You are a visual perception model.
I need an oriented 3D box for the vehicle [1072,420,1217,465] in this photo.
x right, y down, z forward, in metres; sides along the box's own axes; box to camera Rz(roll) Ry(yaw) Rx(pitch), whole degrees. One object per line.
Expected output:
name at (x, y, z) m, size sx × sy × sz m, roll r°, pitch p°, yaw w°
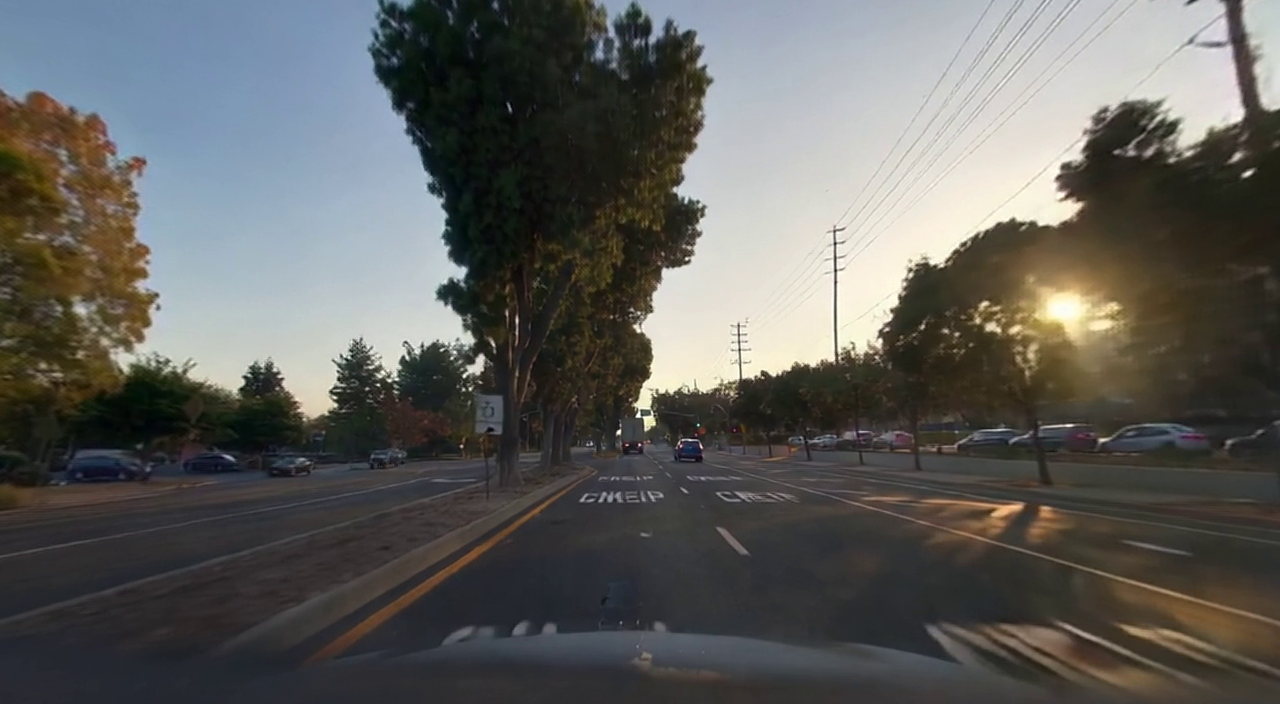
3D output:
vehicle at (20.239, 3.684, 25.694) m, size 2.021 × 1.640 × 4.620 m, roll 0°, pitch -8°, yaw 0°

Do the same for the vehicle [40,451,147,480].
vehicle at (-34.492, 7.172, 39.973) m, size 4.598 × 1.717 × 2.289 m, roll 0°, pitch -8°, yaw -1°

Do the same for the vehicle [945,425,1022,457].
vehicle at (20.070, 5.250, 37.180) m, size 1.939 × 1.753 × 4.469 m, roll 0°, pitch -8°, yaw 0°

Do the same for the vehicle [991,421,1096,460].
vehicle at (20.048, 4.441, 31.718) m, size 1.941 × 1.784 × 4.967 m, roll 0°, pitch -8°, yaw -1°

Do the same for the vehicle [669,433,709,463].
vehicle at (3.053, 6.073, 40.085) m, size 2.086 × 1.803 × 4.607 m, roll 0°, pitch -8°, yaw -1°

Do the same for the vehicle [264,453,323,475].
vehicle at (-26.298, 8.501, 48.152) m, size 1.883 × 1.482 × 4.779 m, roll 0°, pitch -8°, yaw -2°

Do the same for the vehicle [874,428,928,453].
vehicle at (20.335, 6.973, 49.503) m, size 1.993 × 1.854 × 5.008 m, roll 0°, pitch -8°, yaw -1°
